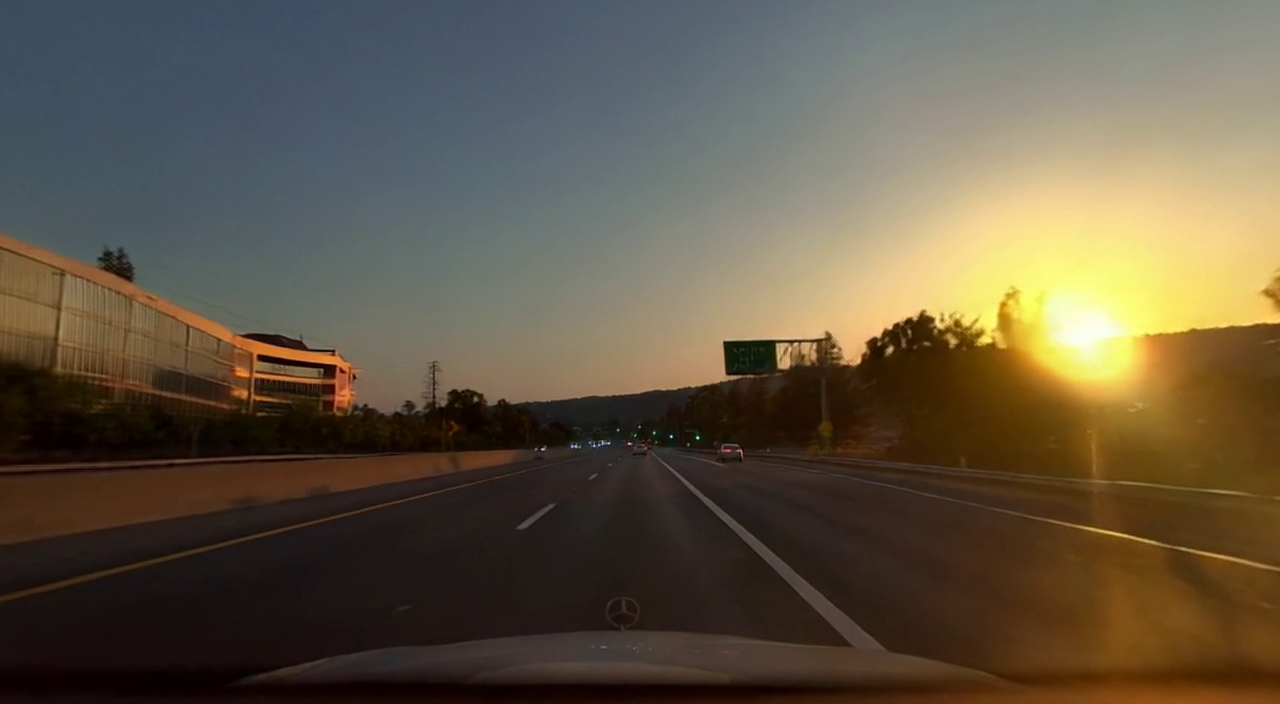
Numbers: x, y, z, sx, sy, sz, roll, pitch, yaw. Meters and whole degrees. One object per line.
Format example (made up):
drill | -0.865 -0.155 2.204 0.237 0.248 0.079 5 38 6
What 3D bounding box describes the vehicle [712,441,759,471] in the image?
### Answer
vehicle | 5.587 6.142 37.418 2.085 1.594 4.848 0 -9 0
